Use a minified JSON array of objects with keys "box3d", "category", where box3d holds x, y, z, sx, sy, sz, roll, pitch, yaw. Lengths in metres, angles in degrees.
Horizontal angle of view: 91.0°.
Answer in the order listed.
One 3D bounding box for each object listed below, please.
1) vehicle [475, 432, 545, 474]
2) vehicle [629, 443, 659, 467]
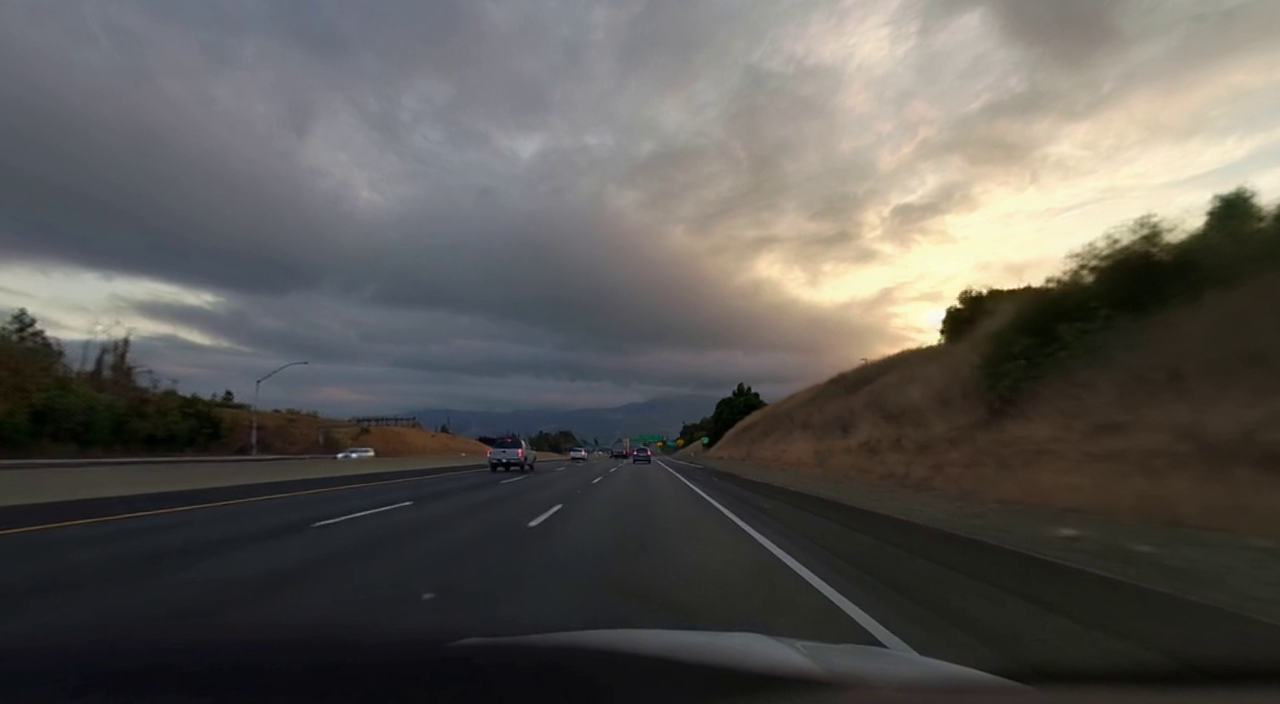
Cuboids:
[{"box3d":[-6.679,5.270,33.095,2.438,1.967,5.596,0,-9,0],"category":"vehicle"},{"box3d":[0.298,7.743,47.493,2.141,1.706,4.065,0,-9,0],"category":"vehicle"}]
